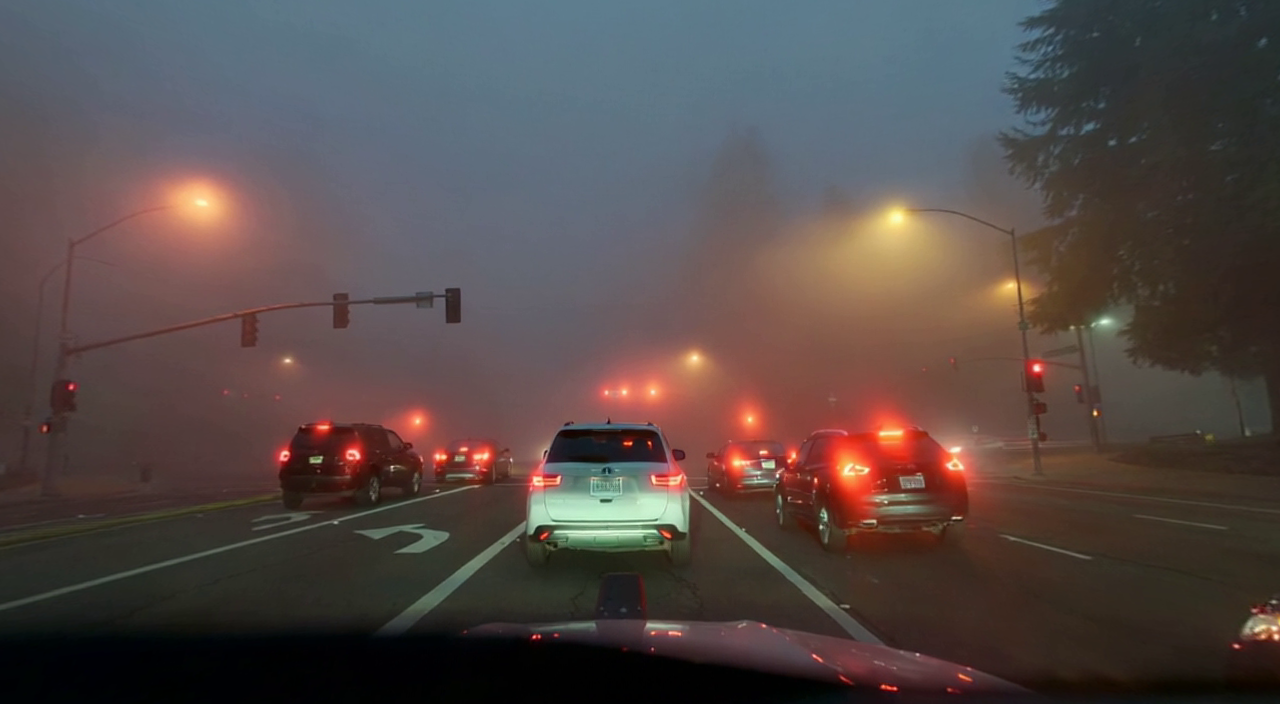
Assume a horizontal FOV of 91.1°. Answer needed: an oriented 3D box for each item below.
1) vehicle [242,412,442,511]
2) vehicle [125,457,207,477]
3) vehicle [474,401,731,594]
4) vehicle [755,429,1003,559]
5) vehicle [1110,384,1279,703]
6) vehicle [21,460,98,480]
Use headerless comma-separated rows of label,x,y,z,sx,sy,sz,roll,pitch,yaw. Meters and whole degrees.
vehicle,-6.719,2.549,15.021,2.214,1.953,5.017,0,-8,1
vehicle,-37.308,9.031,49.504,4.914,1.487,1.850,0,-8,0
vehicle,-0.318,1.585,7.649,2.256,1.694,4.055,0,-8,0
vehicle,3.160,1.970,9.501,1.971,1.473,4.495,0,-8,0
vehicle,3.308,0.669,0.846,1.980,1.515,4.362,0,-8,1
vehicle,-45.665,9.258,49.433,4.232,1.498,1.791,0,-8,1
